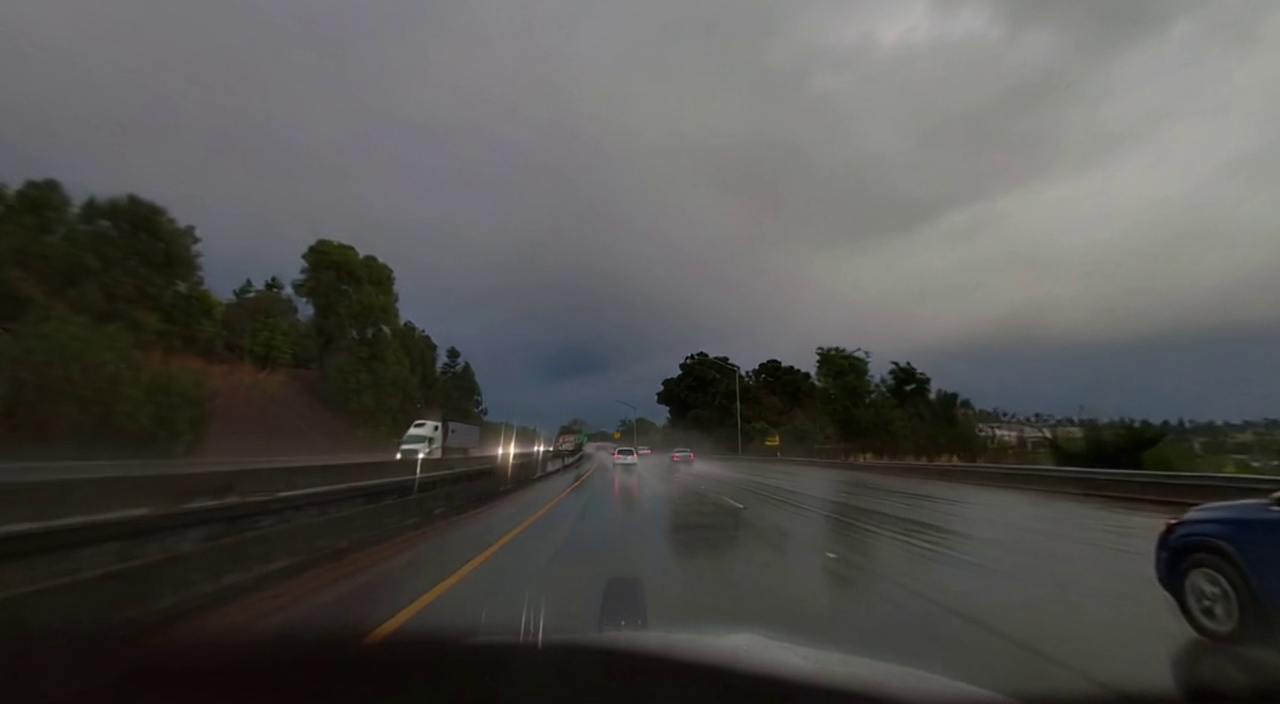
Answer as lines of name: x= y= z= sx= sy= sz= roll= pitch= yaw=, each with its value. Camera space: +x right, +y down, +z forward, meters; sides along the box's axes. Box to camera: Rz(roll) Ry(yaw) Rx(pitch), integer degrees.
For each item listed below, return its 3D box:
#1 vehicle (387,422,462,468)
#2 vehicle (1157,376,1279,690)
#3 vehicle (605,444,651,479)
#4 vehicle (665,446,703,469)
vehicle: x=-12.618 y=5.560 z=37.429 sx=2.320 sy=2.442 sz=6.292 roll=-1 pitch=-9 yaw=-1
vehicle: x=4.356 y=0.745 z=2.010 sx=2.013 sy=1.623 sz=3.916 roll=0 pitch=-9 yaw=0
vehicle: x=-0.587 y=5.226 z=30.222 sx=2.050 sy=1.534 sz=3.771 roll=0 pitch=-9 yaw=-2
vehicle: x=3.000 y=7.257 z=43.642 sx=2.008 sy=1.504 sz=4.291 roll=1 pitch=-9 yaw=-4
